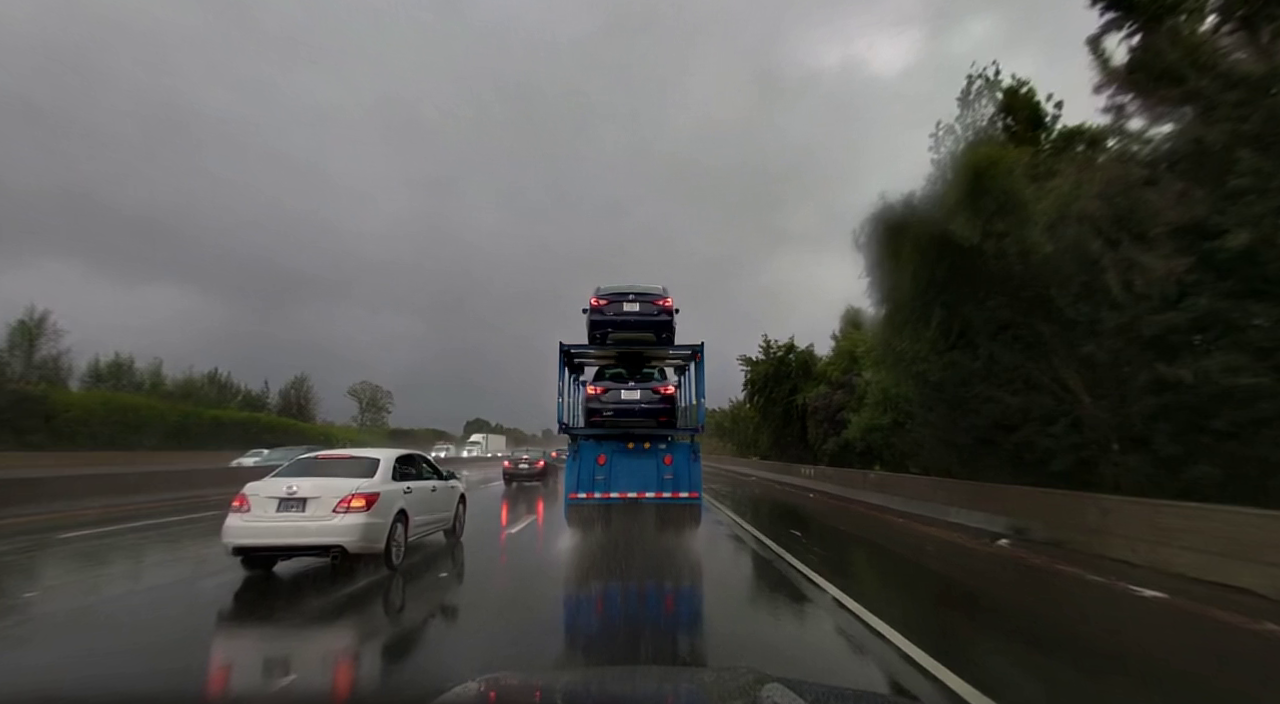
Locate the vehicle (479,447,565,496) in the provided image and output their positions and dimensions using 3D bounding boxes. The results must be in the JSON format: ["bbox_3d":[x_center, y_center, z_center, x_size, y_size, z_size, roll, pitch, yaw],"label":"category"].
[{"bbox_3d":[-3.838,3.956,21.330,1.947,1.470,4.526,0,-9,1],"label":"vehicle"}]

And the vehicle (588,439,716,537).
[{"bbox_3d":[0.160,2.393,11.607,1.991,1.507,3.391,0,-9,-1],"label":"vehicle"}]

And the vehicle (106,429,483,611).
[{"bbox_3d":[-3.376,1.704,7.229,2.149,1.497,3.753,0,-9,0],"label":"vehicle"}]
